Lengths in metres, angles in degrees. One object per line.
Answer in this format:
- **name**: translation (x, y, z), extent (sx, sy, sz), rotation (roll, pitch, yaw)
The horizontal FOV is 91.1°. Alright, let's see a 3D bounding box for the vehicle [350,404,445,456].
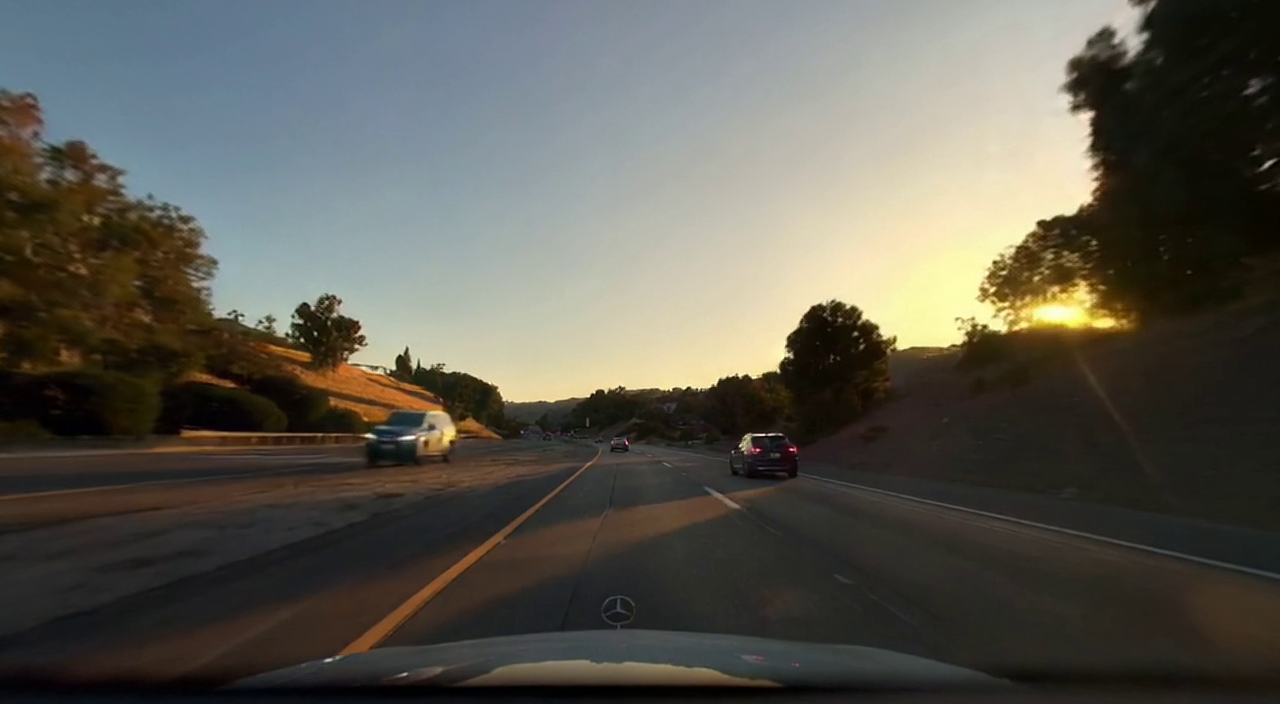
- **vehicle**: translation (-9.442, 3.115, 24.945), extent (2.004, 1.828, 4.709), rotation (1, -8, -2)

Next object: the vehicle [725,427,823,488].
- **vehicle**: translation (3.598, 2.882, 17.562), extent (1.852, 1.513, 3.652), rotation (1, -8, -2)

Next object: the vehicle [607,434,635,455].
- **vehicle**: translation (-1.464, 6.954, 47.364), extent (1.998, 1.512, 3.735), rotation (1, -8, -3)
